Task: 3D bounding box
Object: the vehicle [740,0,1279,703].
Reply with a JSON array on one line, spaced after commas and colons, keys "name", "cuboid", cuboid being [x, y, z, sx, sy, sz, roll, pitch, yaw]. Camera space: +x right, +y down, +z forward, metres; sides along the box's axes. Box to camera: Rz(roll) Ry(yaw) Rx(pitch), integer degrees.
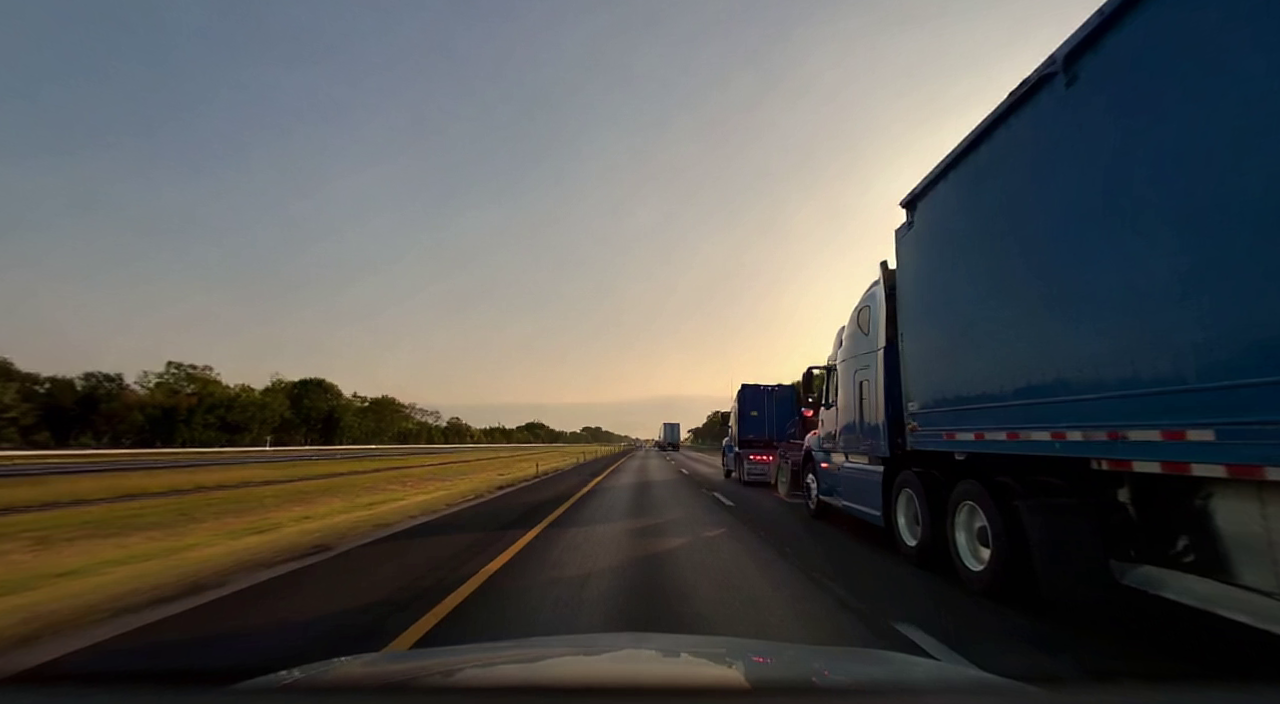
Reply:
[{"name": "vehicle", "cuboid": [4.065, 0.279, 7.057, 2.976, 4.114, 16.788, 0, -8, -1]}]
